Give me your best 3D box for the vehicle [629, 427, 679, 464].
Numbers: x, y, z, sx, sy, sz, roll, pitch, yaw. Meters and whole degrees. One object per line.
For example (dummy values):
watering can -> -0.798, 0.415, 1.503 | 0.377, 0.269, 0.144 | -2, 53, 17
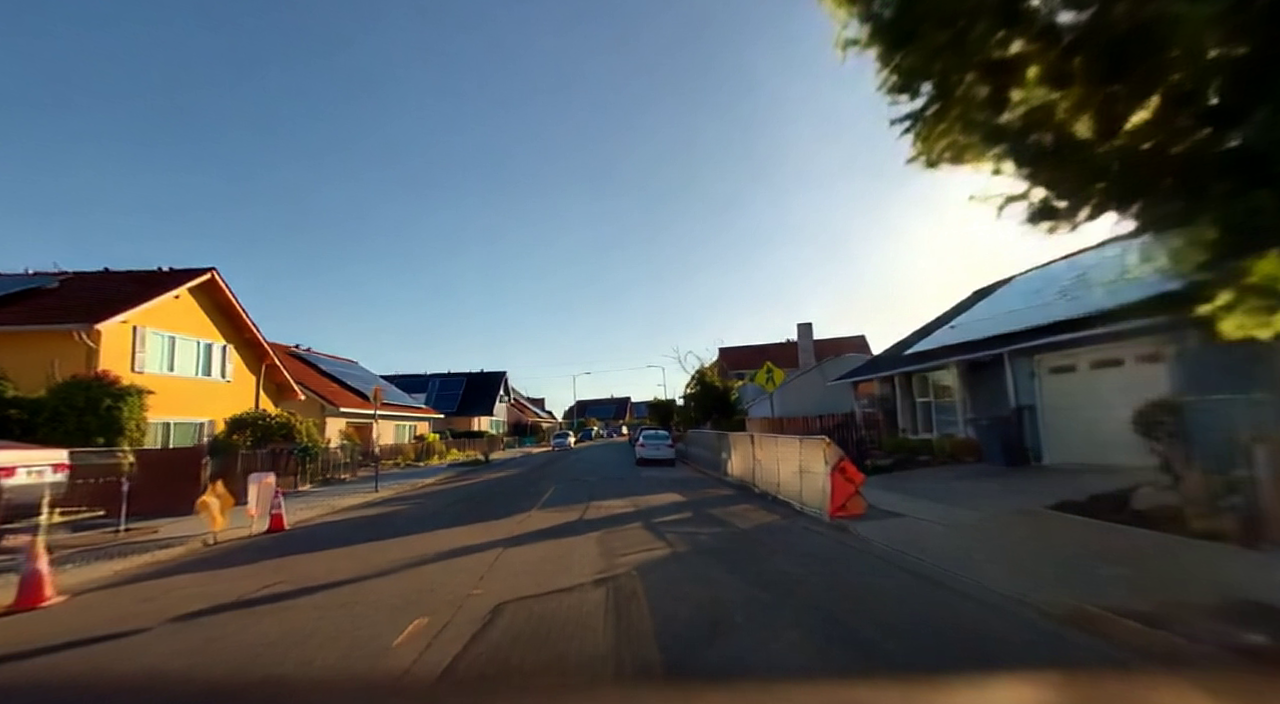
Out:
vehicle -> 0.530, 4.006, 27.138 | 1.998, 1.494, 3.927 | 0, -8, 0

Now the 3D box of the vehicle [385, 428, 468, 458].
vehicle -> -12.851, 5.518, 38.171 | 4.205, 1.745, 2.121 | 0, -8, 1
